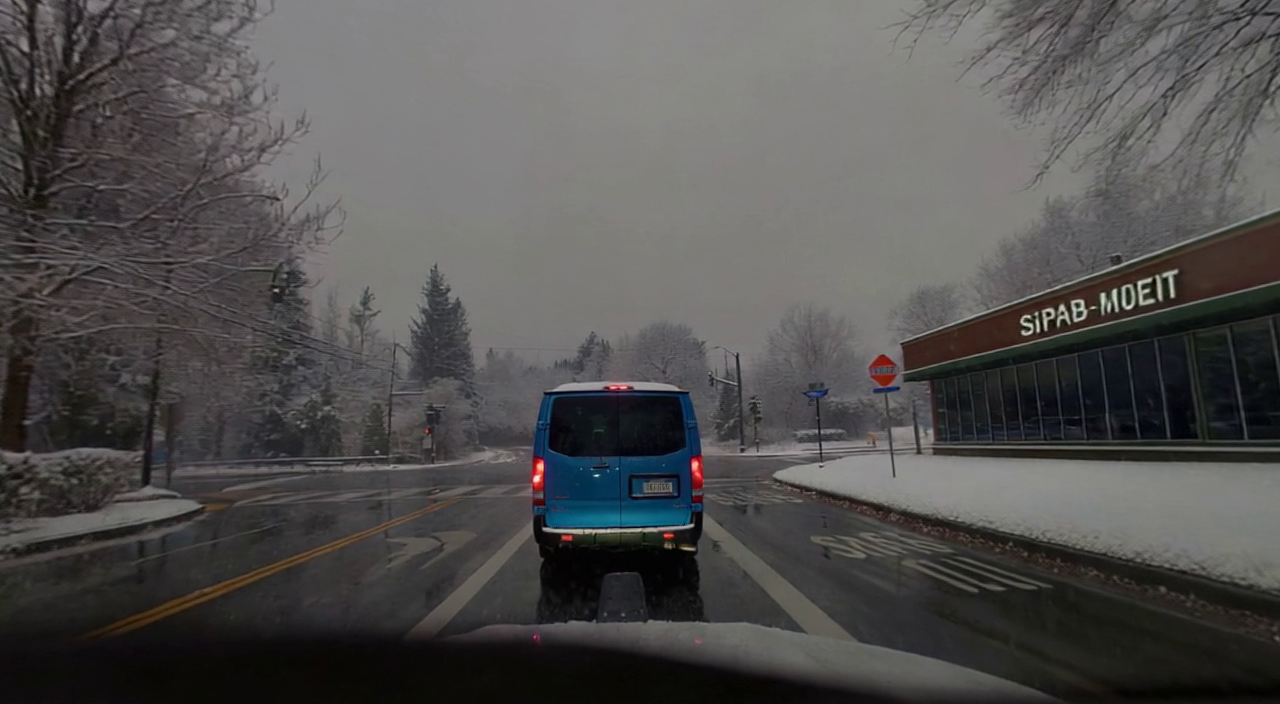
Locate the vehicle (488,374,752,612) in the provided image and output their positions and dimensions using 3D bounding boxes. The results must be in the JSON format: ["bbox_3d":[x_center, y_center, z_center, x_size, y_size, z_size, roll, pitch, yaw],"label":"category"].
[{"bbox_3d":[-0.291,1.463,7.288,2.181,1.949,3.932,1,-9,-4],"label":"vehicle"}]
